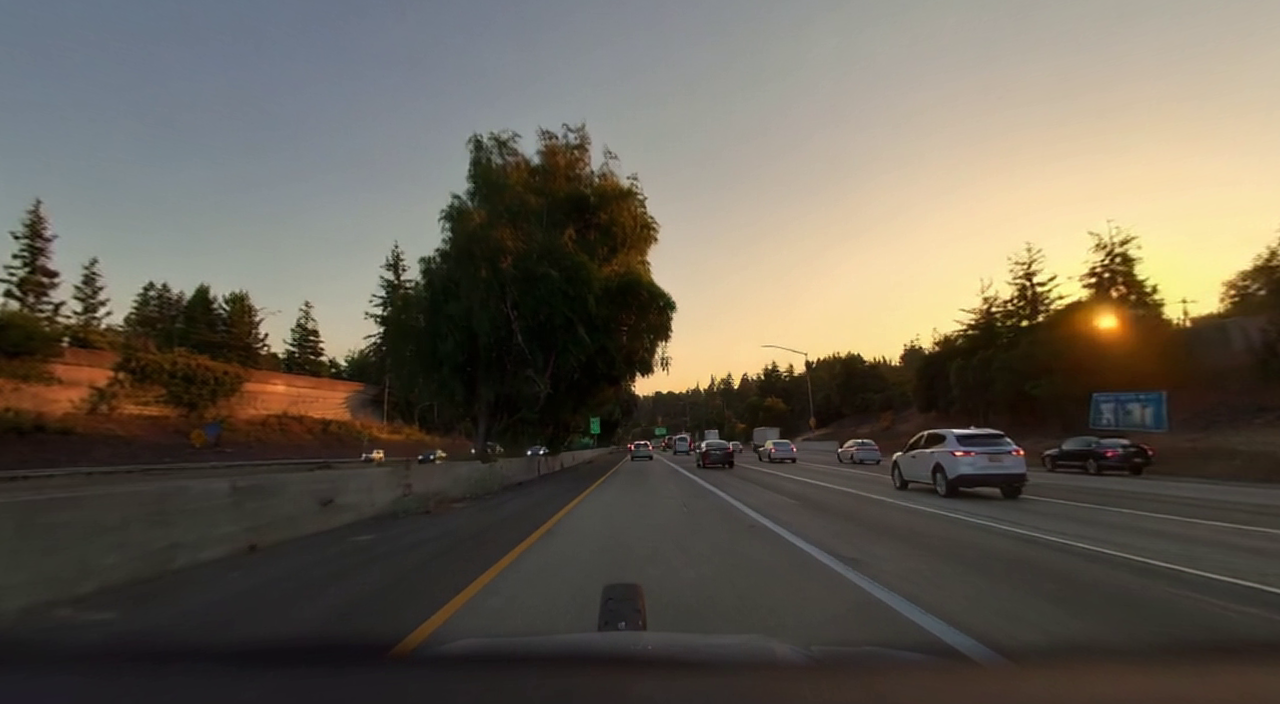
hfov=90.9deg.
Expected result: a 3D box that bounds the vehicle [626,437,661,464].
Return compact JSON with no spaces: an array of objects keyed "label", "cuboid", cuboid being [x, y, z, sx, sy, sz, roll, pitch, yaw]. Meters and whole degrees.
[{"label":"vehicle","cuboid":[0.233,6.374,40.795,2.124,1.639,4.122,0,-8,0]}]

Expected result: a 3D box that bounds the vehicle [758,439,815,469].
[{"label":"vehicle","cuboid":[7.727,5.401,33.628,1.919,1.476,4.303,0,-8,-1]}]

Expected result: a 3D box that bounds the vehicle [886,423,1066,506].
[{"label":"vehicle","cuboid":[7.842,2.652,15.308,1.986,1.703,4.226,0,-8,0]}]

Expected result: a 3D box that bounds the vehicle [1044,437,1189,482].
[{"label":"vehicle","cuboid":[17.163,3.873,23.062,1.908,1.468,4.457,0,-8,2]}]

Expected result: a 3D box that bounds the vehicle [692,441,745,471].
[{"label":"vehicle","cuboid":[3.962,5.328,32.674,2.118,1.438,4.312,0,-8,-1]}]
